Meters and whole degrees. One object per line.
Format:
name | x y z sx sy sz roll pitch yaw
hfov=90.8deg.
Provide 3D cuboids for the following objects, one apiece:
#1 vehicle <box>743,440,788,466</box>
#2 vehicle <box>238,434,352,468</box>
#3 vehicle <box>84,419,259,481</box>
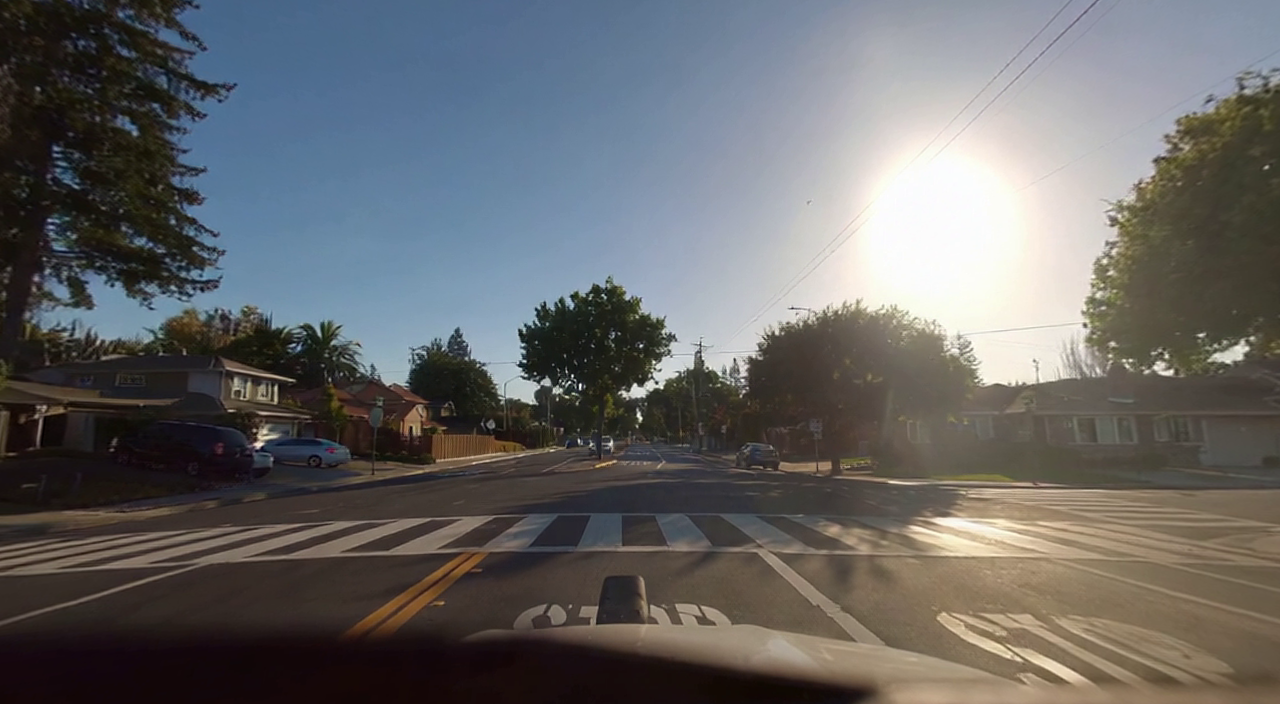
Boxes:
vehicle | 8.005 6.498 40.792 2.029 1.554 4.705 0 -9 1
vehicle | -17.946 5.169 33.045 4.743 1.734 1.994 0 -9 0
vehicle | -17.922 3.762 24.392 4.800 2.259 2.303 0 -9 -1
